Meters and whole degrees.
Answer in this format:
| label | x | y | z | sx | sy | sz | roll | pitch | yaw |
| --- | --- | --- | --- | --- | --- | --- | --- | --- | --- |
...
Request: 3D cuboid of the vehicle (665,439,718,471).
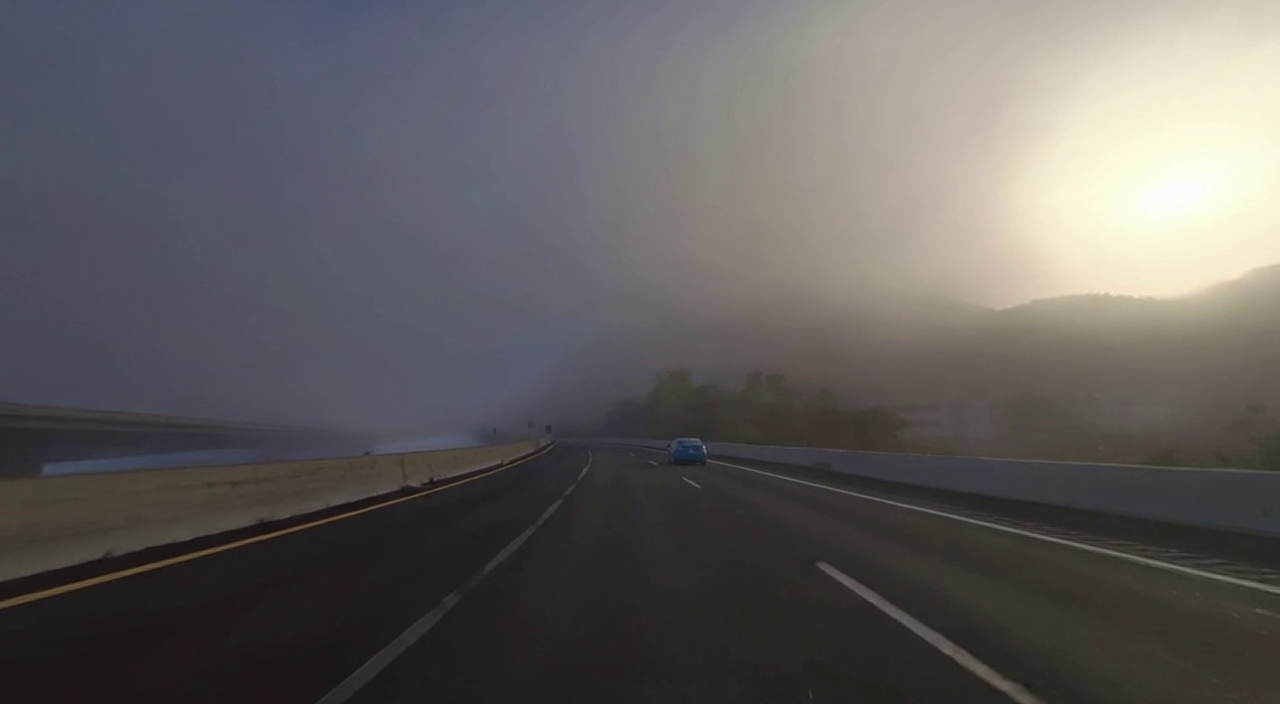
| label | x | y | z | sx | sy | sz | roll | pitch | yaw |
| --- | --- | --- | --- | --- | --- | --- | --- | --- | --- |
| vehicle | 2.415 | 4.992 | 30.647 | 1.985 | 1.440 | 4.466 | 0 | -9 | -3 |
